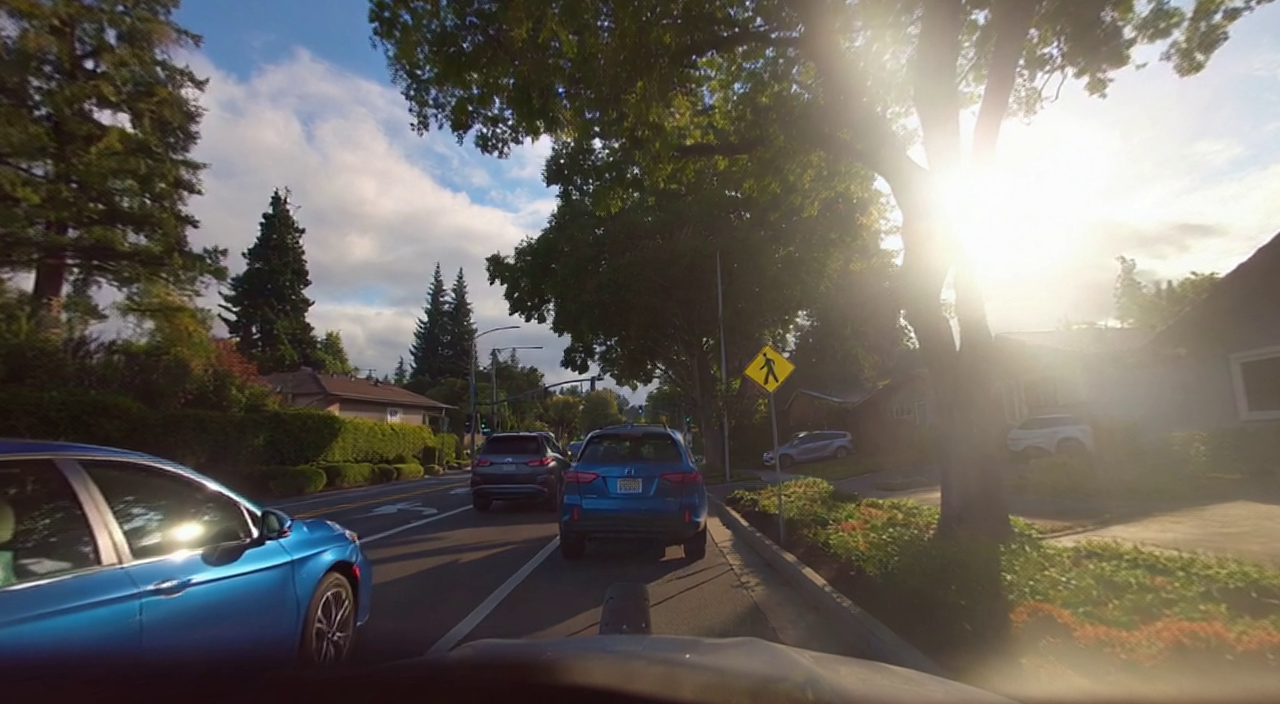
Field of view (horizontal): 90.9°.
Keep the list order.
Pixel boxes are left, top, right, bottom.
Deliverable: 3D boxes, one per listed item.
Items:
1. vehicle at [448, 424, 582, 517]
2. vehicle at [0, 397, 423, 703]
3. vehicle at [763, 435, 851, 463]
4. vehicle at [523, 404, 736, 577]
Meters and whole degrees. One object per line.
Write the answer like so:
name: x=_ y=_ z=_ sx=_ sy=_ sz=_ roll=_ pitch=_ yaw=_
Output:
vehicle: x=-2.558 y=2.567 z=14.066 sx=2.000 sy=1.737 sz=4.133 roll=0 pitch=-9 yaw=2
vehicle: x=-2.874 y=1.040 z=2.948 sx=1.968 sy=1.472 sz=4.685 roll=0 pitch=-9 yaw=1
vehicle: x=9.367 y=5.467 z=35.637 sx=4.456 sy=1.504 sz=1.914 roll=-1 pitch=-9 yaw=5
vehicle: x=-0.104 y=1.683 z=8.333 sx=2.120 sy=1.718 sz=3.909 roll=0 pitch=-9 yaw=0
